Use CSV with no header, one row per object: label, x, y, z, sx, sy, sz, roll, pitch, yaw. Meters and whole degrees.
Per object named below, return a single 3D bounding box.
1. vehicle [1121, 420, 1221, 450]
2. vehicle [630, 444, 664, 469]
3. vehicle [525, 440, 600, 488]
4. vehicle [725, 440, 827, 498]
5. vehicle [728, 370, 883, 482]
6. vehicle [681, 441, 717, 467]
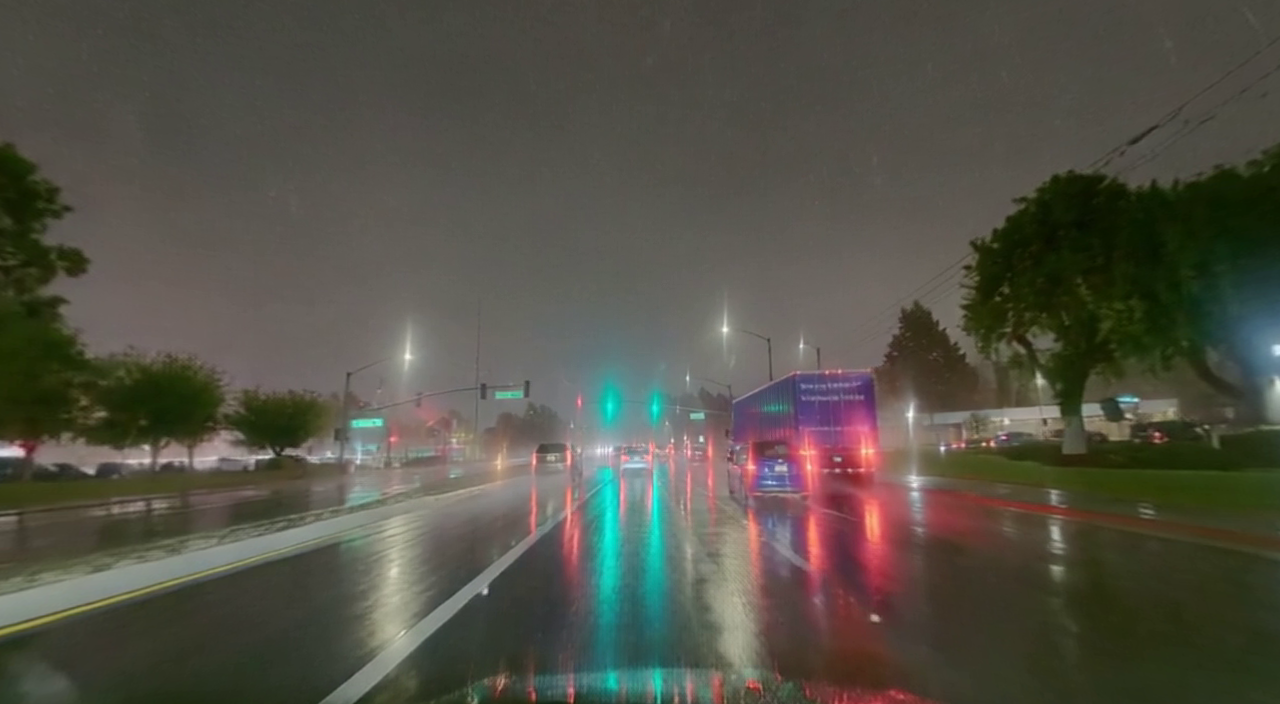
vehicle,36.390,5.707,43.269,5.045,1.644,1.906,-3,-8,-2
vehicle,0.403,6.678,40.419,2.020,1.461,4.326,0,-8,-1
vehicle,-2.639,3.948,22.630,2.003,1.509,4.396,-1,-8,2
vehicle,3.782,3.308,18.302,1.972,1.452,4.189,0,-8,-1
vehicle,7.568,4.113,32.950,3.383,4.268,17.469,0,-8,0
vehicle,3.915,6.879,42.661,2.050,1.683,3.990,0,-8,0
